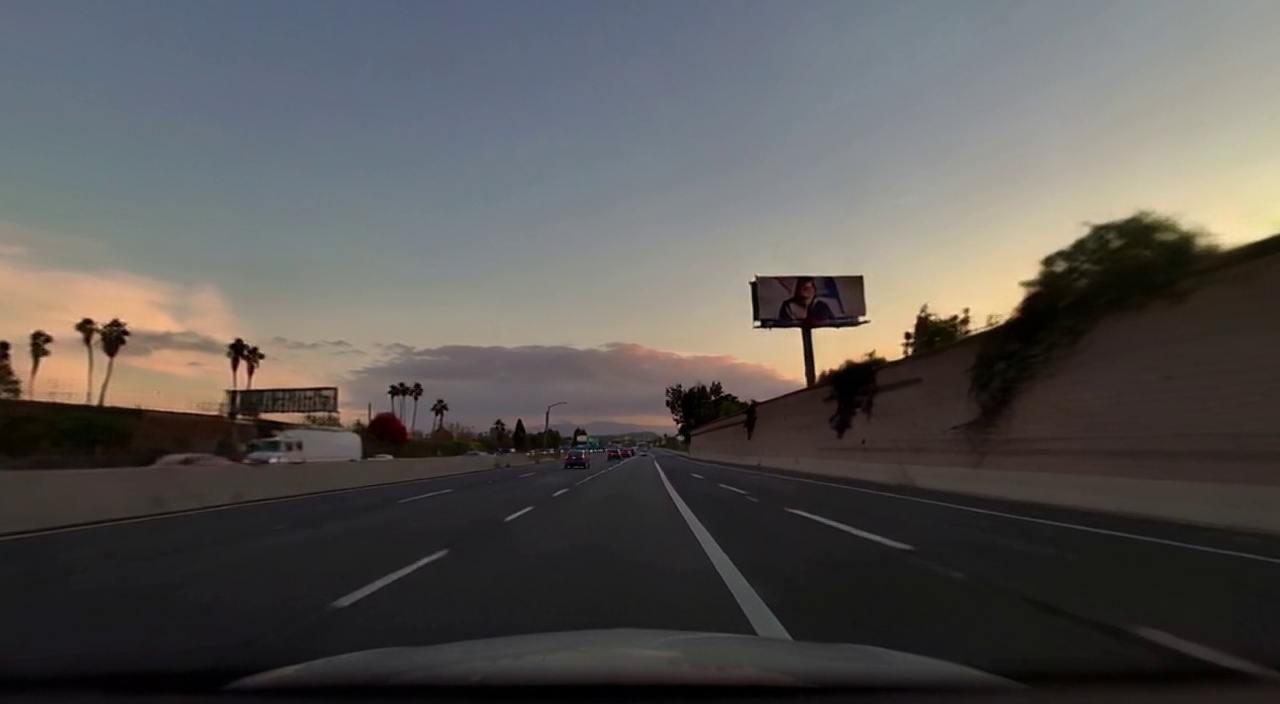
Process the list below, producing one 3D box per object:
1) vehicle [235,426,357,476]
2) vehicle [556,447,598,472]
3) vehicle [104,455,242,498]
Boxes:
[{"bbox_3d":[-25.593,7.453,47.989,3.232,3.343,10.548,0,-9,1],"label":"vehicle"},{"bbox_3d":[-3.988,6.909,40.863,2.078,1.457,4.648,0,-8,2],"label":"vehicle"},{"bbox_3d":[-18.522,4.920,25.394,1.890,1.462,4.754,0,-9,1],"label":"vehicle"}]
